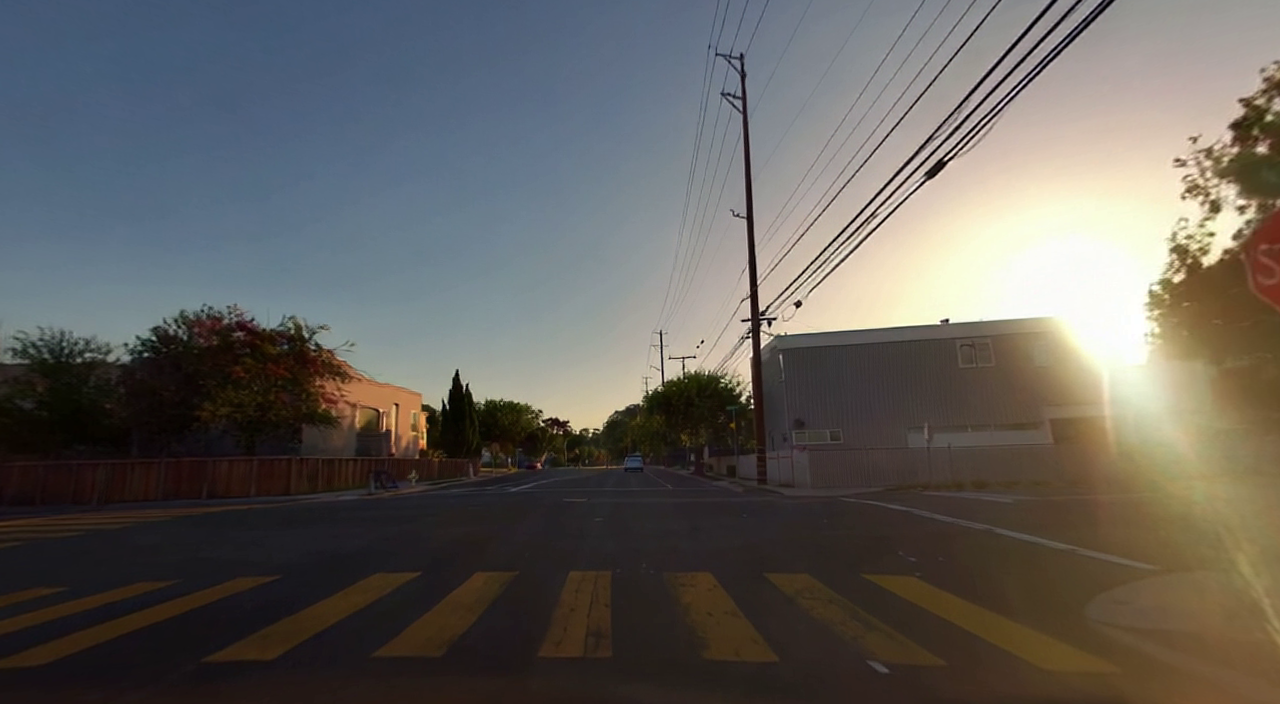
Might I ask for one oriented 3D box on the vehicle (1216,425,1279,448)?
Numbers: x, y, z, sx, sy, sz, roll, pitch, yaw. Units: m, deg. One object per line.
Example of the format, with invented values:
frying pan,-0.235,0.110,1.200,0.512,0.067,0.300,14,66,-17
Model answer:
vehicle,44.609,6.017,45.007,2.251,1.596,5.193,0,-8,0
